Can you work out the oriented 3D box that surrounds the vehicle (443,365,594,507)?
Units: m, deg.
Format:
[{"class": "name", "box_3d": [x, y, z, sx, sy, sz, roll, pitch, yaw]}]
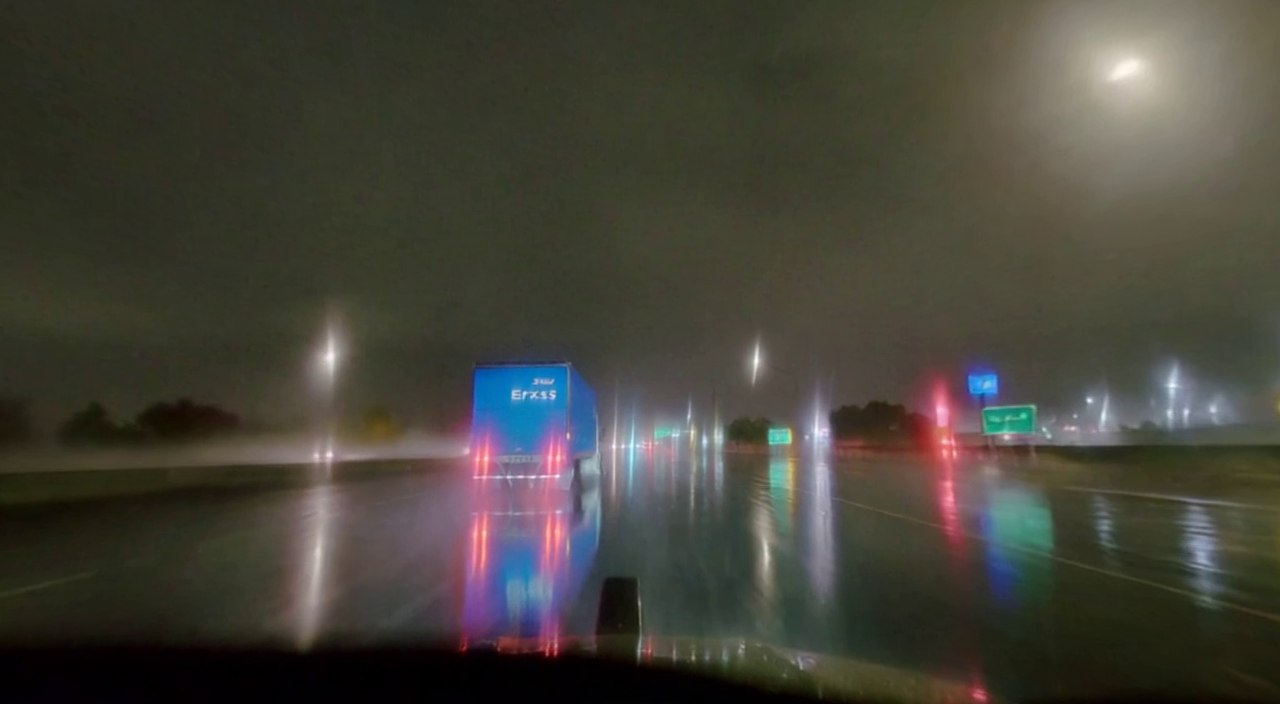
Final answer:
[{"class": "vehicle", "box_3d": [-3.240, 2.669, 19.532, 2.922, 3.458, 8.360, 0, -9, 0]}]
